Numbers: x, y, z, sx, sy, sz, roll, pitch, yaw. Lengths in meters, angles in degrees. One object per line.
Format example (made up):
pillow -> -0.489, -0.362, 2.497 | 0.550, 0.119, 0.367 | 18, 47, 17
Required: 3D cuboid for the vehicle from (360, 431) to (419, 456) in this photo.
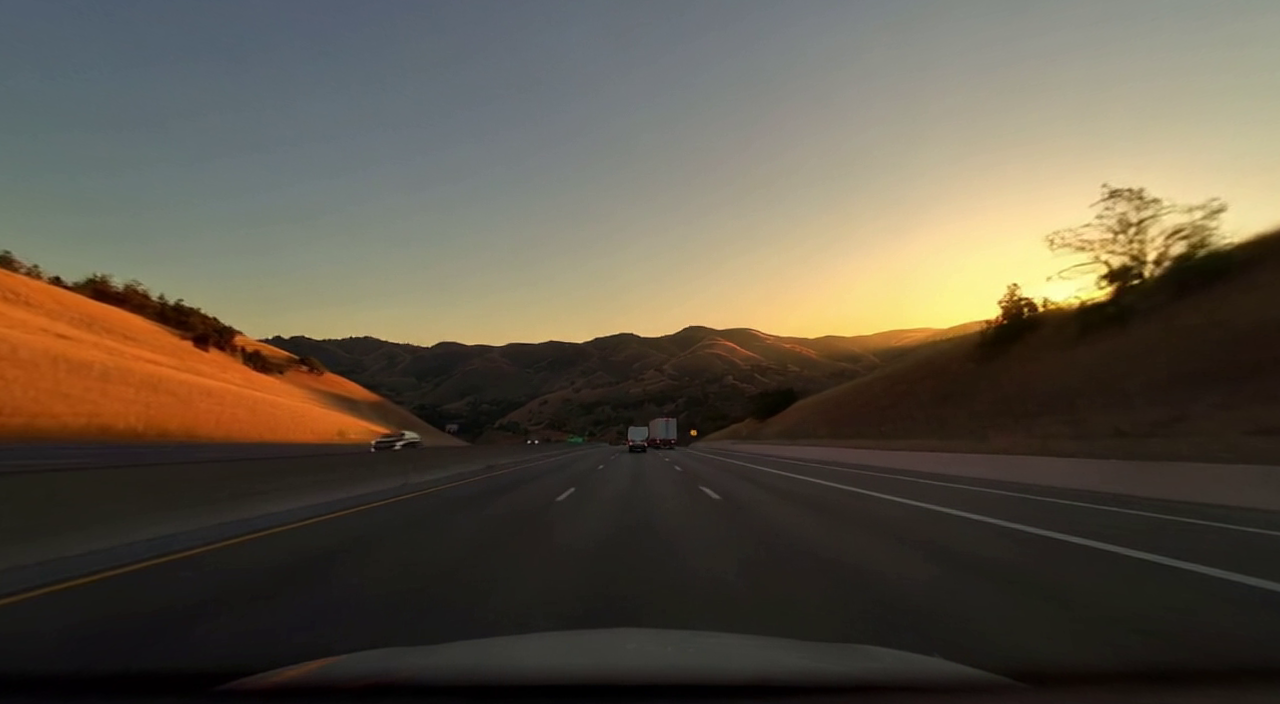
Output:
vehicle -> -16.038, 5.890, 40.554 | 1.904, 1.543, 4.637 | 0, -8, -1
